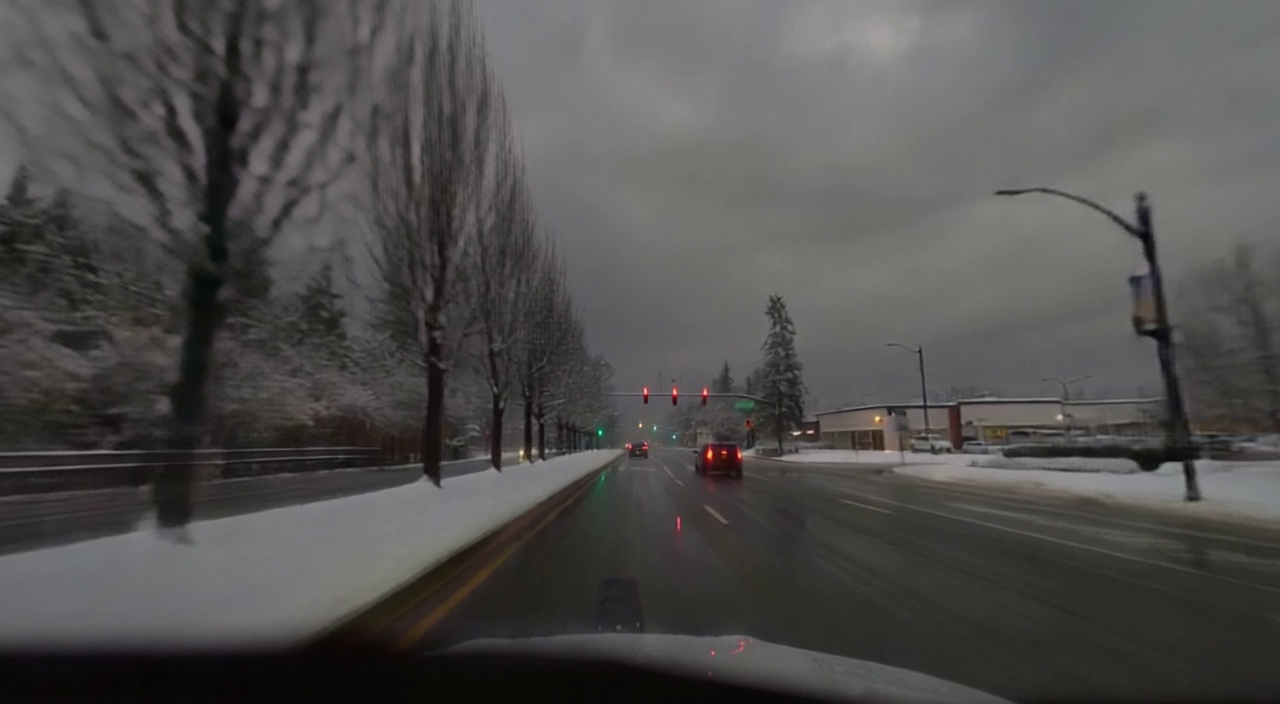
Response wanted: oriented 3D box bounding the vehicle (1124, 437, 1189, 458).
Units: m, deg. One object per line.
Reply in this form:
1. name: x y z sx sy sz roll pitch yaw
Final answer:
1. vehicle: 38.579 7.163 47.267 1.700 1.429 3.674 -1 -9 1

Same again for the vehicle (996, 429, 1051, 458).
1. vehicle: 28.914 6.939 47.820 2.501 2.045 5.267 -3 -9 20

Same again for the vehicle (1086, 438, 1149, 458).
1. vehicle: 36.015 7.291 47.771 1.819 1.436 4.046 -1 -9 5

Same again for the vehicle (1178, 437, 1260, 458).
1. vehicle: 43.350 7.165 47.404 1.901 1.411 4.378 -2 -9 -1

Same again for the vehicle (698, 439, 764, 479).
1. vehicle: 3.657 4.380 26.156 1.983 1.482 4.463 0 -9 -1
